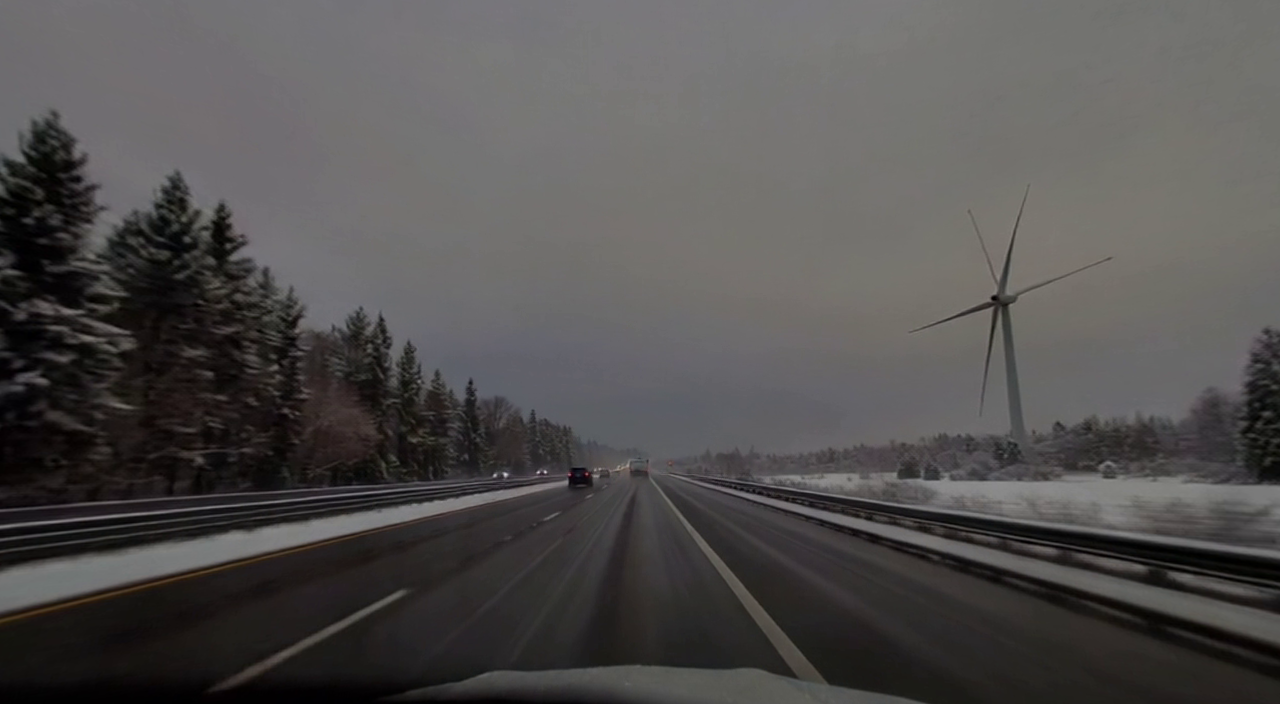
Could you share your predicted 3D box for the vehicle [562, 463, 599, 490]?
[{"bbox_3d":[-4.033,8.549,43.471,2.124,1.705,4.440,1,-11,0],"label":"vehicle"}]
